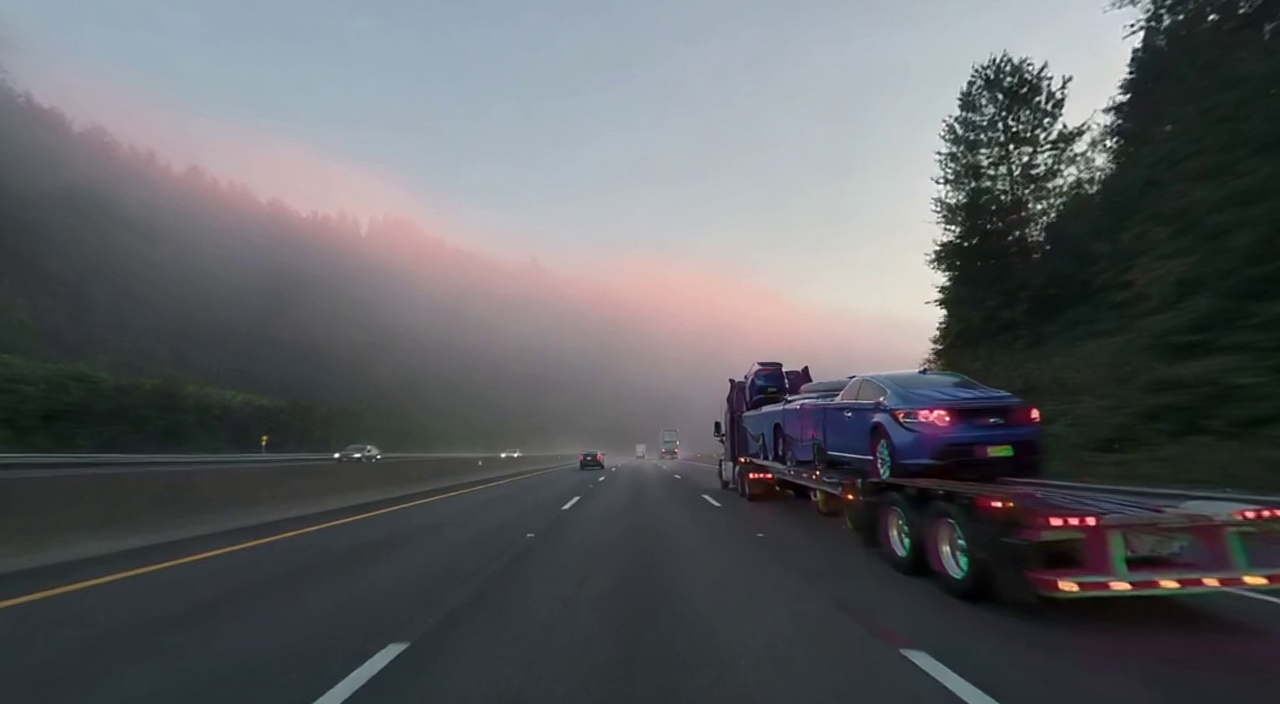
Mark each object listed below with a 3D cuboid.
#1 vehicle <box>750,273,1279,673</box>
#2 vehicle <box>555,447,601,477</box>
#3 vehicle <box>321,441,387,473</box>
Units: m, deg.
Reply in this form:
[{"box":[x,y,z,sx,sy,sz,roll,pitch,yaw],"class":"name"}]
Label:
[{"box":[3.803,1.339,8.147,2.800,2.053,9.751,0,-9,-1],"class":"vehicle"},{"box":[-3.372,6.107,35.297,2.091,1.522,4.301,0,-9,1],"class":"vehicle"},{"box":[-19.319,7.108,42.893,2.112,1.974,4.936,0,-9,0],"class":"vehicle"}]
